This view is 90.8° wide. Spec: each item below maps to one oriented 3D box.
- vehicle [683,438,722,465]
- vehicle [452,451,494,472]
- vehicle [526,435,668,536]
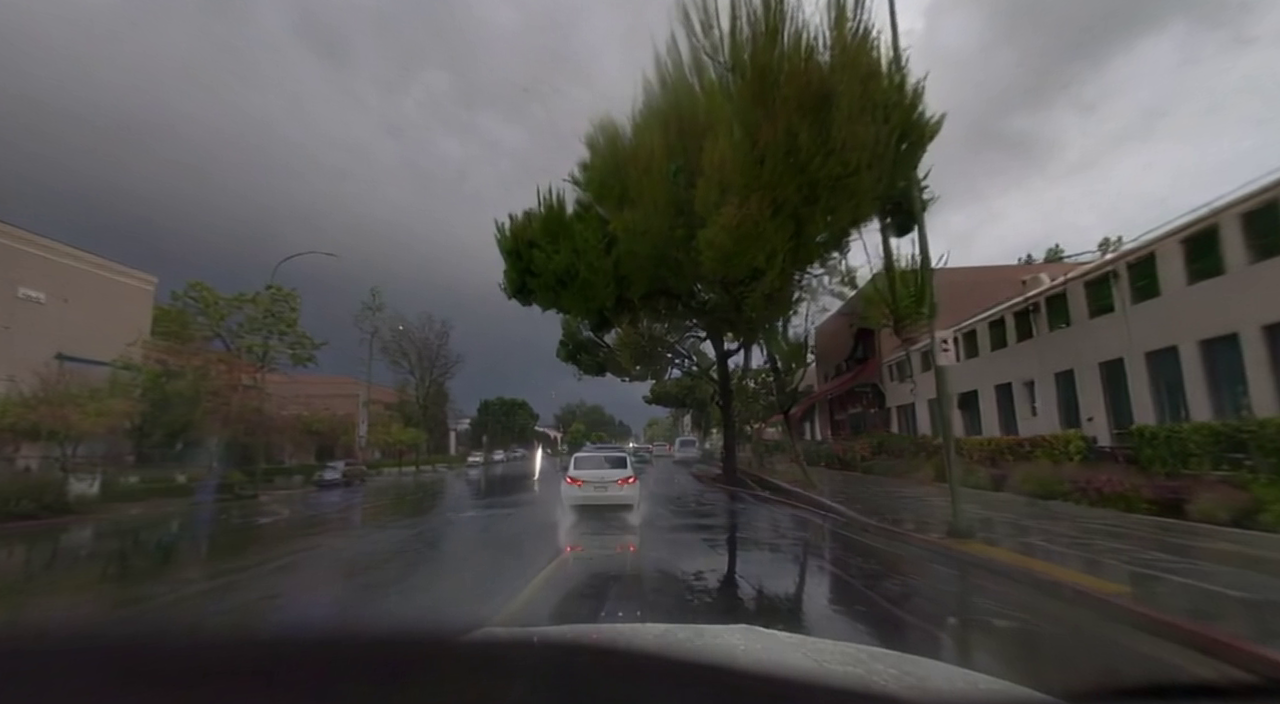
[{"bbox_3d":[3.646,5.903,37.619,1.972,1.484,3.974,0,-8,1],"label":"vehicle"},{"bbox_3d":[-12.783,8.405,48.592,1.962,1.472,4.387,-1,-8,2],"label":"vehicle"},{"bbox_3d":[-0.760,2.335,11.745,2.116,1.479,4.358,0,-8,-3],"label":"vehicle"}]
